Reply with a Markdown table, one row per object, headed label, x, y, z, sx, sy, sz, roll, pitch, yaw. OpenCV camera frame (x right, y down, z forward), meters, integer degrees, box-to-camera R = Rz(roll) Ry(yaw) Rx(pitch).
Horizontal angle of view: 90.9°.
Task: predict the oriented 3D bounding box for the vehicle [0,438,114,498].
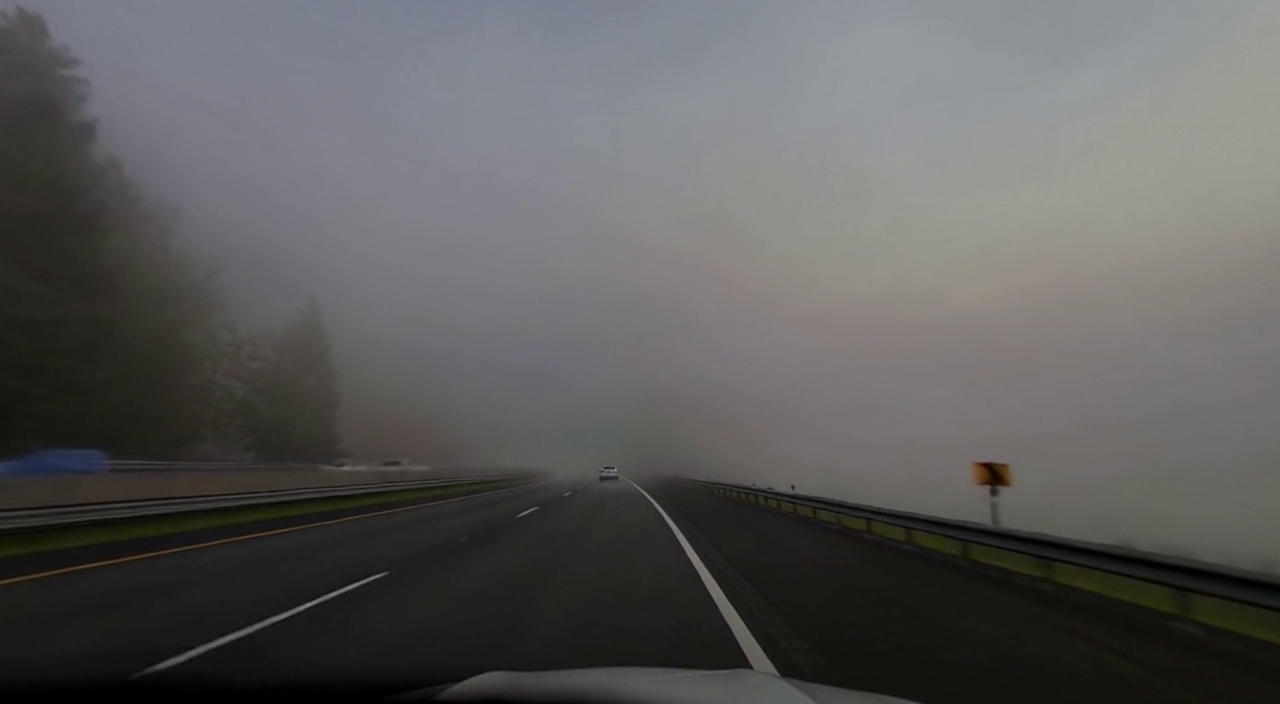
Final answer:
| label | x | y | z | sx | sy | sz | roll | pitch | yaw |
| --- | --- | --- | --- | --- | --- | --- | --- | --- | --- |
| vehicle | -18.199 | 3.380 | 18.391 | 1.874 | 1.601 | 4.334 | 1 | -11 | 0 |

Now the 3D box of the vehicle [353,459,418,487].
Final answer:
| label | x | y | z | sx | sy | sz | roll | pitch | yaw |
| --- | --- | --- | --- | --- | --- | --- | --- | --- | --- |
| vehicle | -14.168 | 6.768 | 35.349 | 1.927 | 1.400 | 4.347 | 1 | -11 | -1 |
